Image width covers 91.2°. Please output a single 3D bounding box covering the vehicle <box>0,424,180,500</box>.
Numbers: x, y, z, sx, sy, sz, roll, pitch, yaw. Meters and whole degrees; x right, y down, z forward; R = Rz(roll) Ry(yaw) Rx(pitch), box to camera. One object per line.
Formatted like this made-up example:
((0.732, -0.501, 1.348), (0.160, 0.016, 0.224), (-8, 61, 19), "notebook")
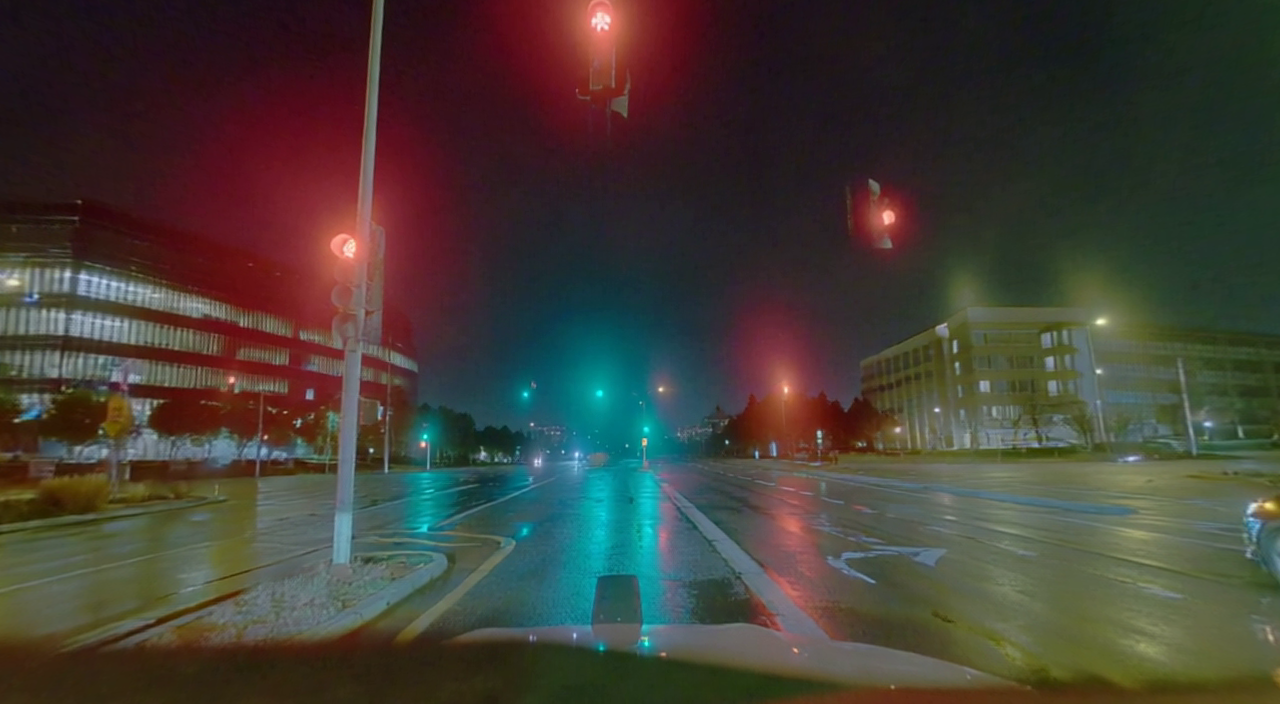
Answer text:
((-24.975, 4.822, 27.578), (7.088, 3.096, 2.678), (0, -9, -2), "vehicle")
